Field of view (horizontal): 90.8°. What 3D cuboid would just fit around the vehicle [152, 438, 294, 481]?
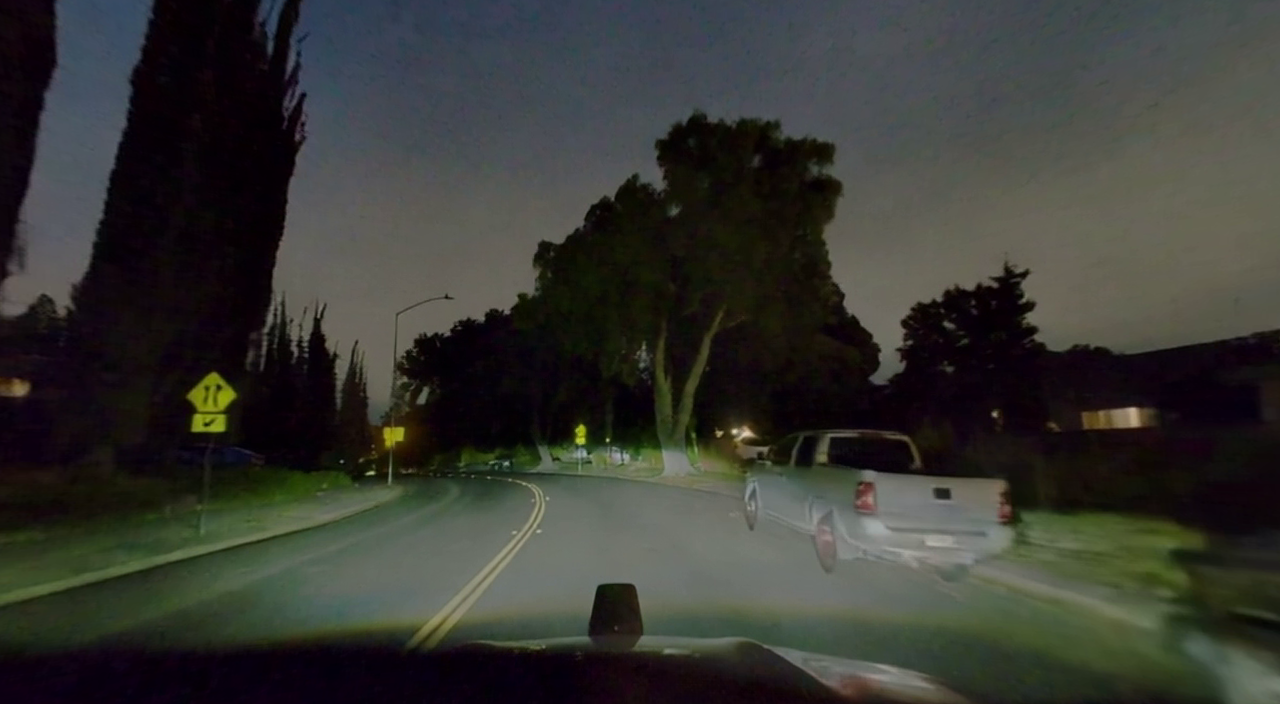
[{"bbox_3d":[-17.375,4.479,26.543,4.464,1.681,1.906,2,-9,-14],"label":"vehicle"}]

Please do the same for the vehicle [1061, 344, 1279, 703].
[{"bbox_3d":[3.069,0.590,0.666,1.965,1.663,4.744,0,-9,0],"label":"vehicle"}]

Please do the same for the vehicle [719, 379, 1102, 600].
[{"bbox_3d":[2.657,1.580,8.140,2.180,1.849,5.423,0,-9,-4],"label":"vehicle"}]
